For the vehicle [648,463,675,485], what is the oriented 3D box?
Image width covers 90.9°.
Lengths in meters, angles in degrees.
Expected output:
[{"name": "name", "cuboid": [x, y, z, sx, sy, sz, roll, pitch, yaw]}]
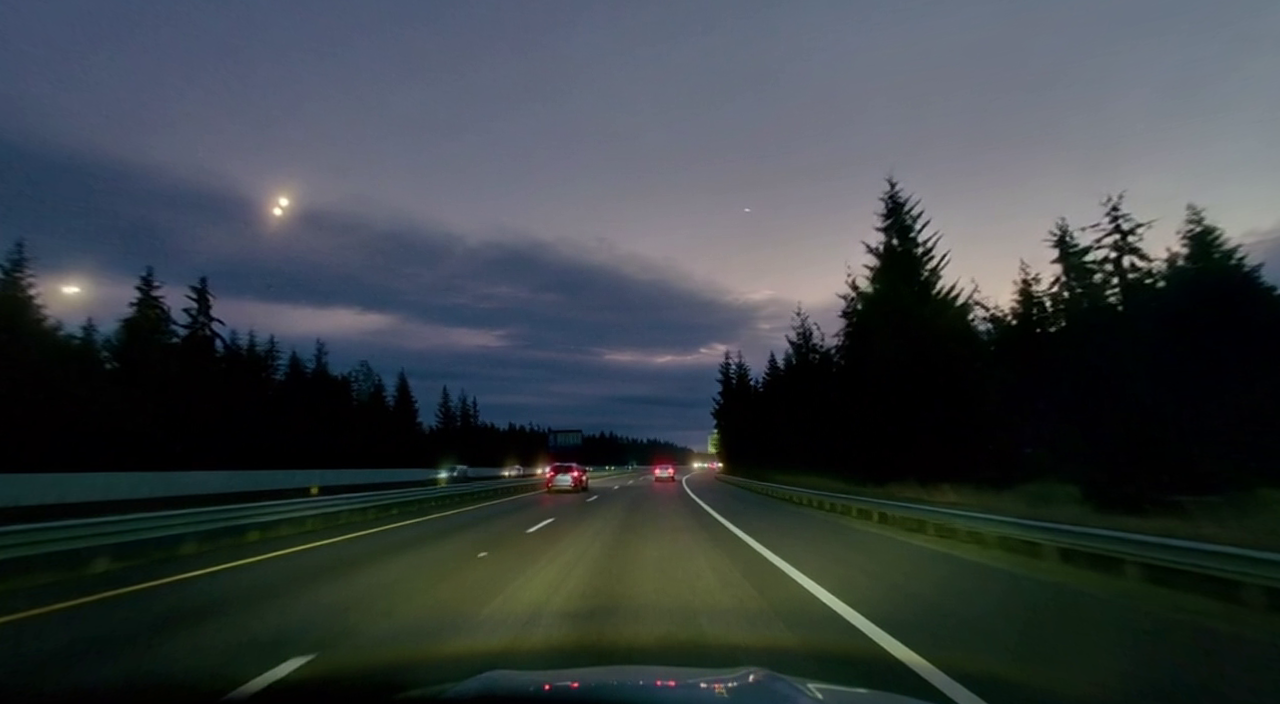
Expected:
[{"name": "vehicle", "cuboid": [1.646, 9.461, 49.054, 2.000, 1.594, 3.996, 1, -10, 2]}]

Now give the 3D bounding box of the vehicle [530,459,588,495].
[{"name": "vehicle", "cuboid": [-3.810, 6.034, 30.529, 2.063, 1.556, 4.740, 1, -10, 1]}]
